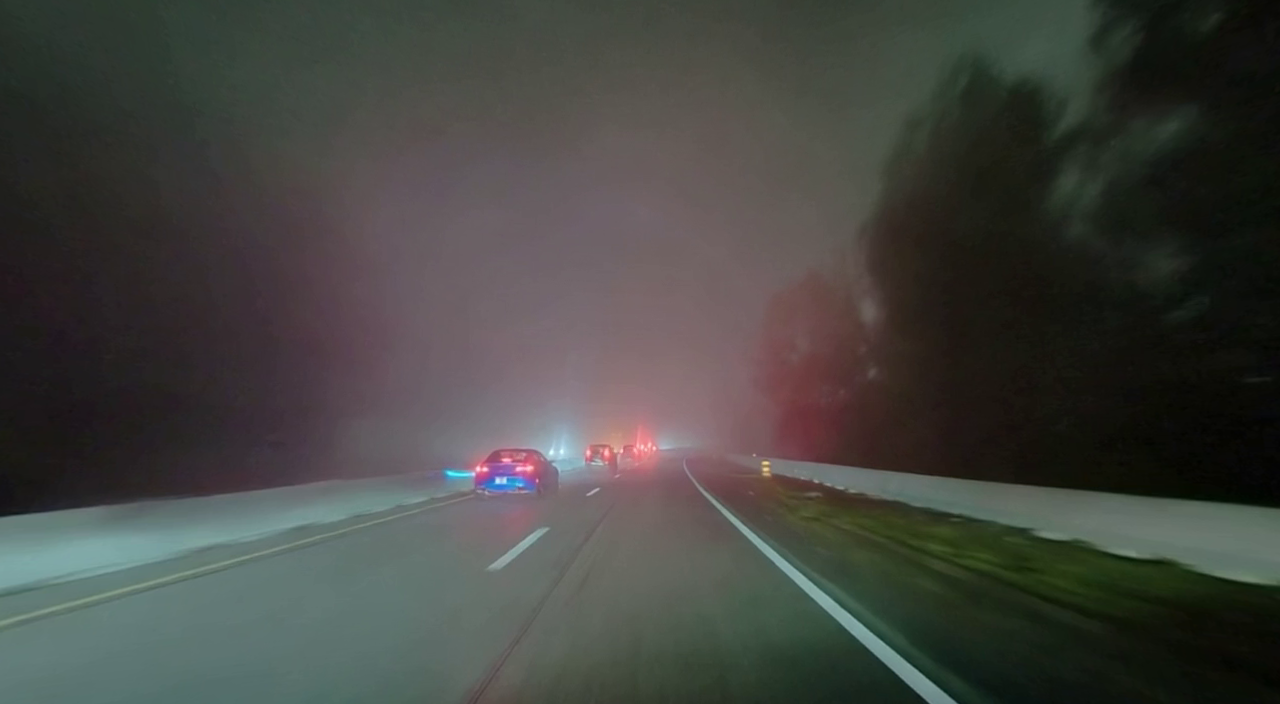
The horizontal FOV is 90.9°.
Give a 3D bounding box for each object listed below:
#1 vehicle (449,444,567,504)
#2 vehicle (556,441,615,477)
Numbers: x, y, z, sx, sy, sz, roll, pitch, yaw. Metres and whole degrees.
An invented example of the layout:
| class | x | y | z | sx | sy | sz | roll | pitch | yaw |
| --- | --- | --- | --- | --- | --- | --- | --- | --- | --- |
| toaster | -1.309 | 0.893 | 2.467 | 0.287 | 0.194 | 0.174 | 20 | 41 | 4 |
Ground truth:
| class | x | y | z | sx | sy | sz | roll | pitch | yaw |
| --- | --- | --- | --- | --- | --- | --- | --- | --- | --- |
| vehicle | -3.169 | 3.034 | 16.062 | 2.061 | 1.330 | 3.928 | 0 | -9 | 2 |
| vehicle | -2.369 | 4.785 | 28.270 | 2.094 | 1.480 | 4.124 | -1 | -9 | 3 |
